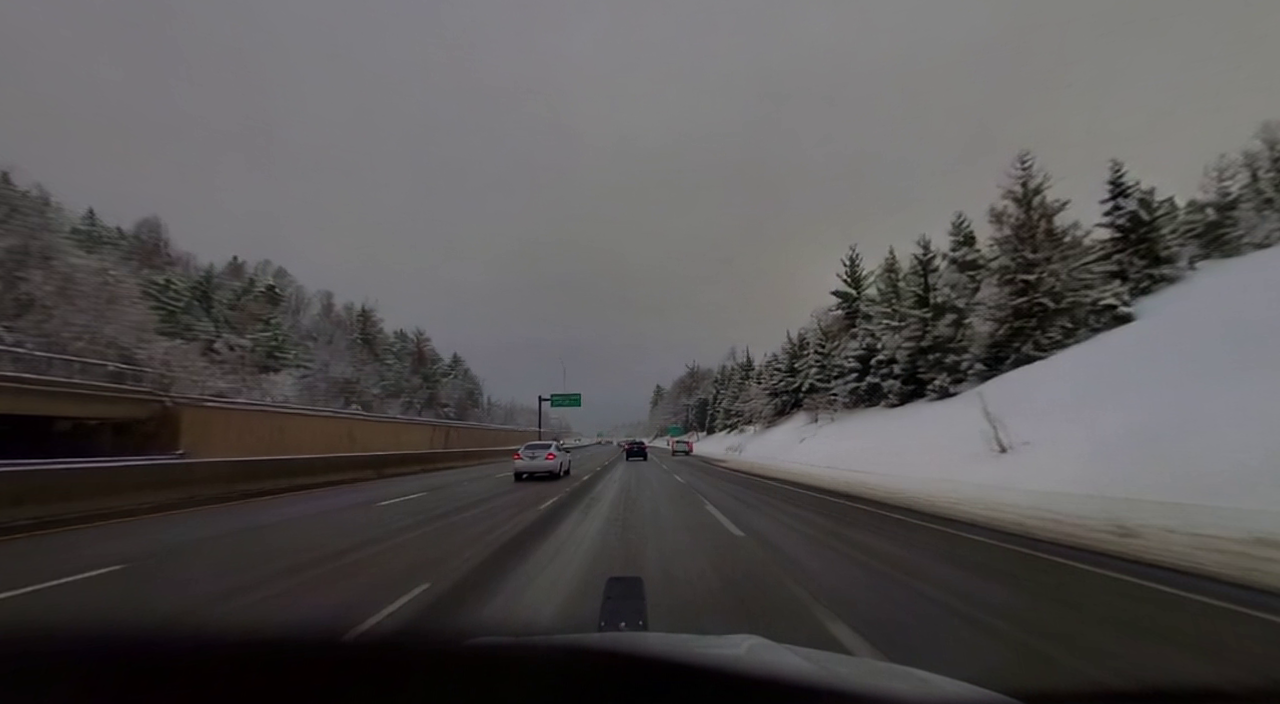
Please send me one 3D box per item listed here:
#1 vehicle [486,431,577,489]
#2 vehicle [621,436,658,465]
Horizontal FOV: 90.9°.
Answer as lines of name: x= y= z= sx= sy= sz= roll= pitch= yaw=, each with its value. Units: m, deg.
vehicle: x=-3.414 y=3.506 z=20.840 sx=2.114 sy=1.650 sz=4.730 roll=-1 pitch=-8 yaw=1
vehicle: x=-0.048 y=6.519 z=41.823 sx=2.328 sy=1.805 sz=4.502 roll=0 pitch=-8 yaw=-1
